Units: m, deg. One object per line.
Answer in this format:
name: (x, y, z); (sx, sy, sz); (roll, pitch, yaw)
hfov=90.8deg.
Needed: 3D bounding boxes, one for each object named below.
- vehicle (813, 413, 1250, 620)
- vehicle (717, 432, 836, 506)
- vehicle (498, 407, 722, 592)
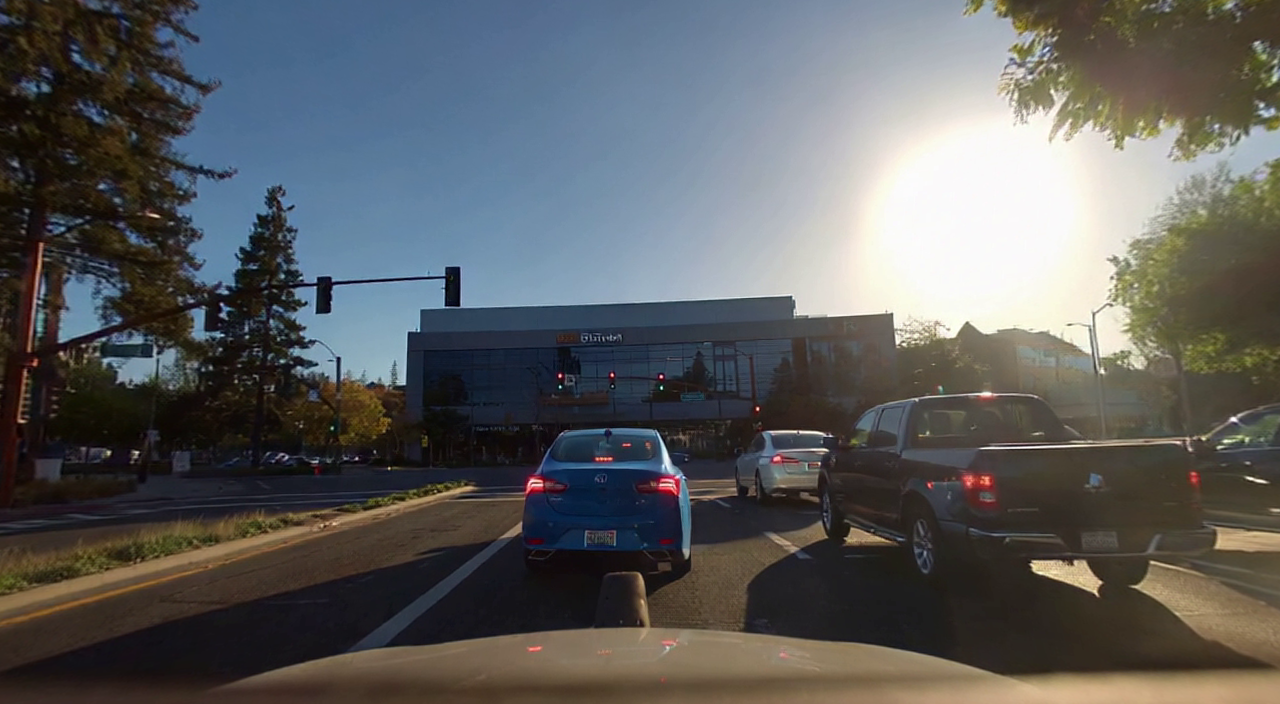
vehicle: (3.605, 1.587, 7.141); (1.955, 1.550, 4.587); (0, -8, -1)
vehicle: (3.341, 2.959, 16.441); (2.031, 1.626, 4.264); (0, -8, -1)
vehicle: (-0.270, 1.629, 7.697); (2.037, 1.674, 3.693); (0, -8, 0)
